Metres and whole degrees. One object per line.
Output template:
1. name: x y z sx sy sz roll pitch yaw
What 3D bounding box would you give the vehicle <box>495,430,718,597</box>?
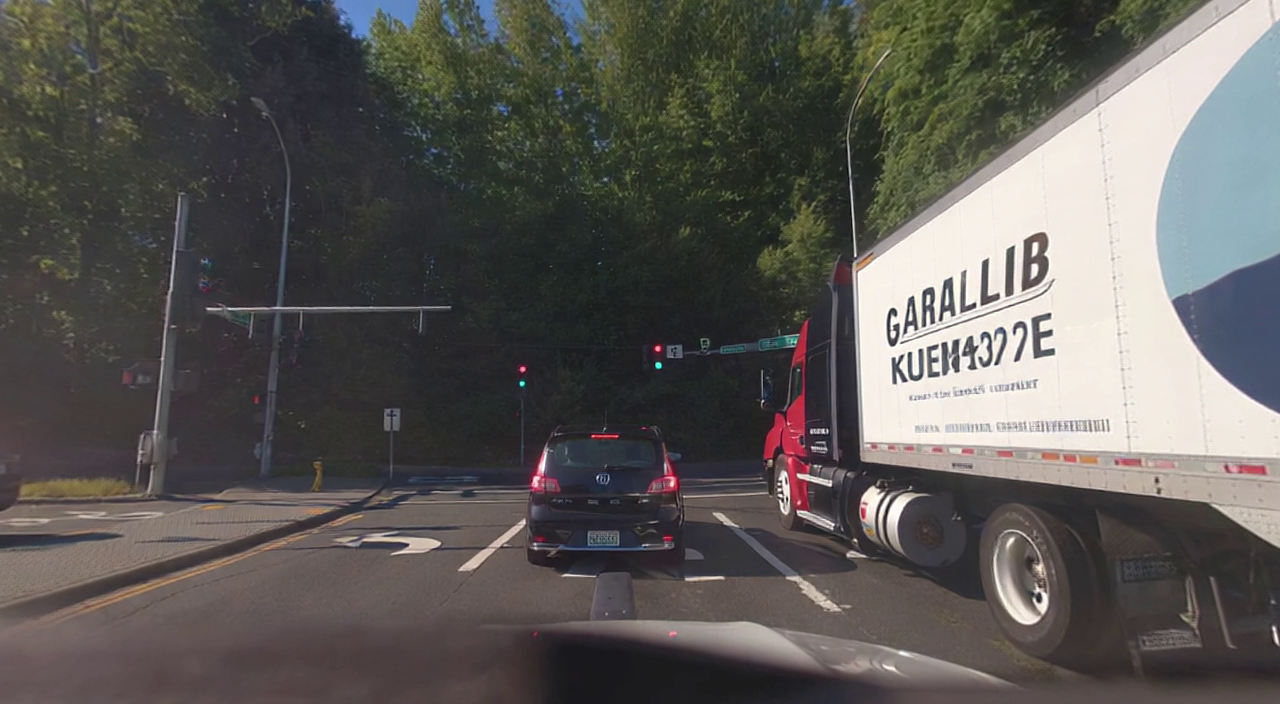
1. vehicle: -0.337 1.706 7.426 1.975 1.457 3.526 0 -9 -1

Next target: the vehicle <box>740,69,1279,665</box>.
1. vehicle: 3.521 0.713 8.776 2.884 3.753 9.763 0 -9 2
